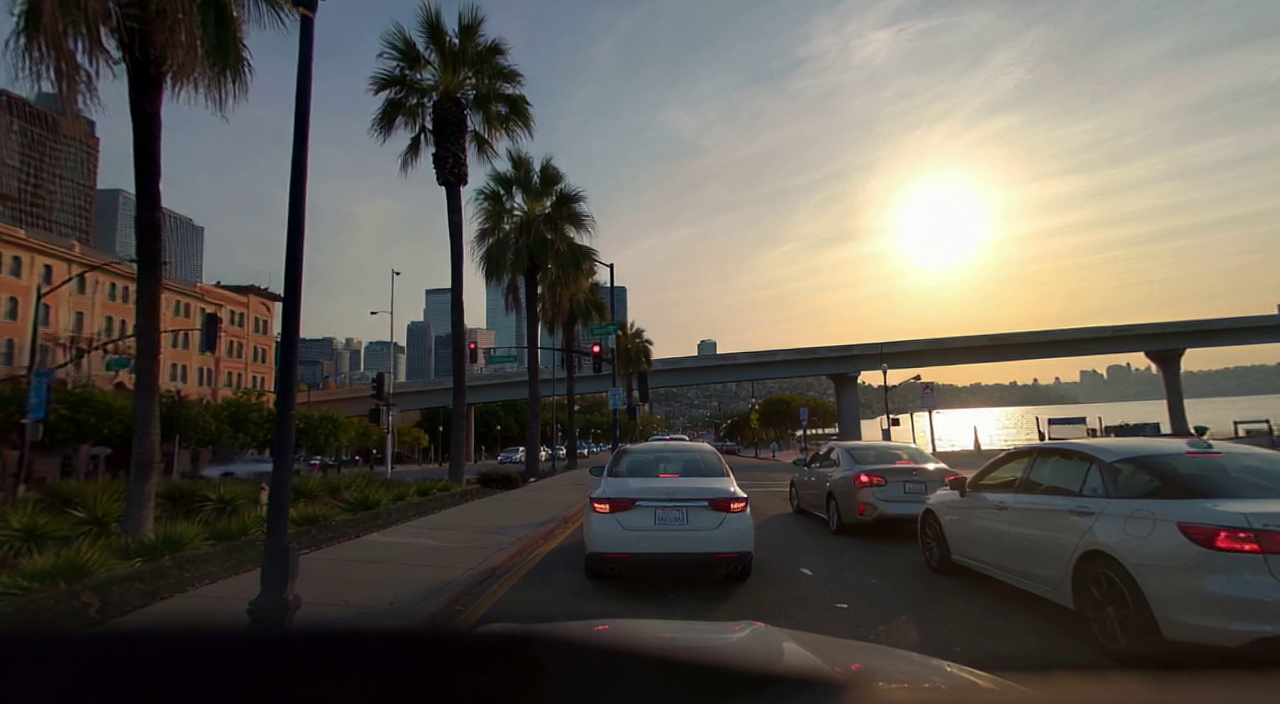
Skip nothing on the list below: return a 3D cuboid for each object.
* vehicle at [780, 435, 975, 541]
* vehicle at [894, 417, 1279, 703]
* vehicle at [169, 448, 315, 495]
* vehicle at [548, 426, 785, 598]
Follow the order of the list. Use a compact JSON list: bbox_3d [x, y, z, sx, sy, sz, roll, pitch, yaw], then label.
[{"bbox_3d":[3.896,2.287,11.308,1.920,1.490,4.417,-1,-9,2],"label":"vehicle"},{"bbox_3d":[3.915,1.362,5.086,1.913,1.469,4.425,0,-9,0],"label":"vehicle"},{"bbox_3d":[-15.229,4.570,24.532,2.022,1.604,4.495,-3,-9,16],"label":"vehicle"},{"bbox_3d":[0.262,1.704,7.501,2.093,1.503,3.681,0,-9,1],"label":"vehicle"}]
